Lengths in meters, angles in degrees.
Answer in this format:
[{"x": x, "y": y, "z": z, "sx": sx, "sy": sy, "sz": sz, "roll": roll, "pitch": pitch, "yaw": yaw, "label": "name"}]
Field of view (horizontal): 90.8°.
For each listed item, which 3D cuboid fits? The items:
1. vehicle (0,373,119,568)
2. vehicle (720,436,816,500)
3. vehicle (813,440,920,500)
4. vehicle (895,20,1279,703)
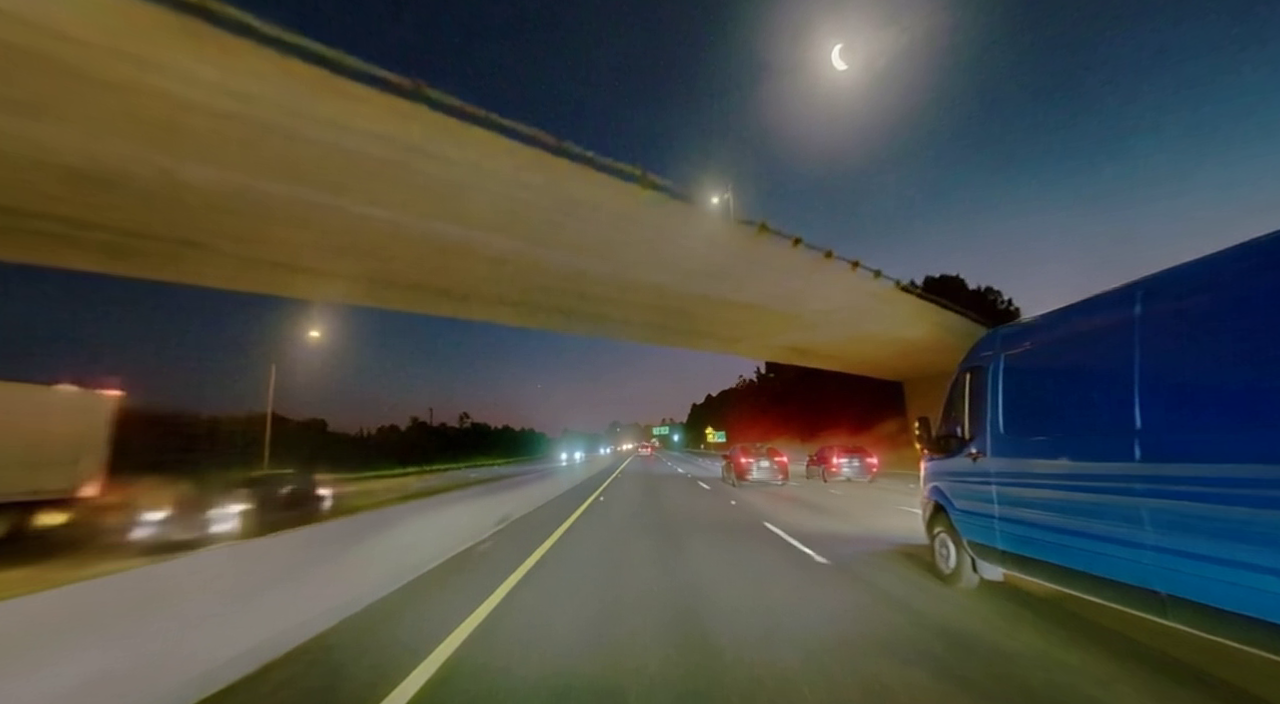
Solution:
[{"x": -14.795, "y": 2.221, "z": 11.530, "sx": 3.283, "sy": 3.956, "sz": 8.184, "roll": 0, "pitch": -9, "yaw": 1, "label": "vehicle"}, {"x": 3.752, "y": 3.492, "z": 19.324, "sx": 2.009, "sy": 1.731, "sz": 4.149, "roll": 0, "pitch": -9, "yaw": -1, "label": "vehicle"}, {"x": 7.505, "y": 3.925, "z": 21.391, "sx": 2.001, "sy": 1.791, "sz": 4.161, "roll": 0, "pitch": -9, "yaw": -1, "label": "vehicle"}, {"x": 3.904, "y": 0.240, "z": 2.864, "sx": 2.460, "sy": 3.155, "sz": 6.902, "roll": 0, "pitch": -9, "yaw": -1, "label": "vehicle"}]
